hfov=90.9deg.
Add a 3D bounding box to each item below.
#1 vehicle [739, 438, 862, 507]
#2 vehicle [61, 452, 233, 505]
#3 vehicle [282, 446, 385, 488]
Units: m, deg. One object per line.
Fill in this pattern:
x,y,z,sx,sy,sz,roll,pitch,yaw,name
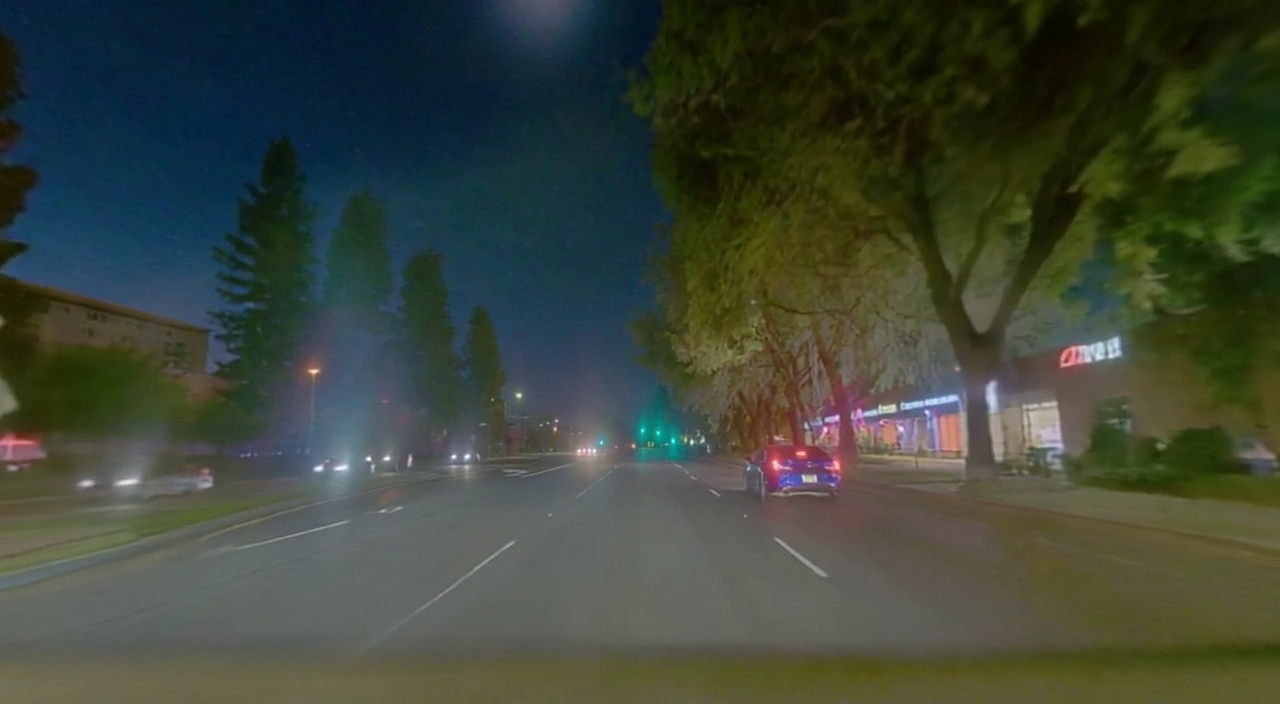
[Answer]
3.855,2.969,16.044,1.977,1.474,4.399,0,-8,0,vehicle
-15.823,4.052,20.633,1.917,1.454,4.577,0,-8,0,vehicle
-12.300,4.610,25.673,1.986,1.514,4.300,0,-8,1,vehicle
